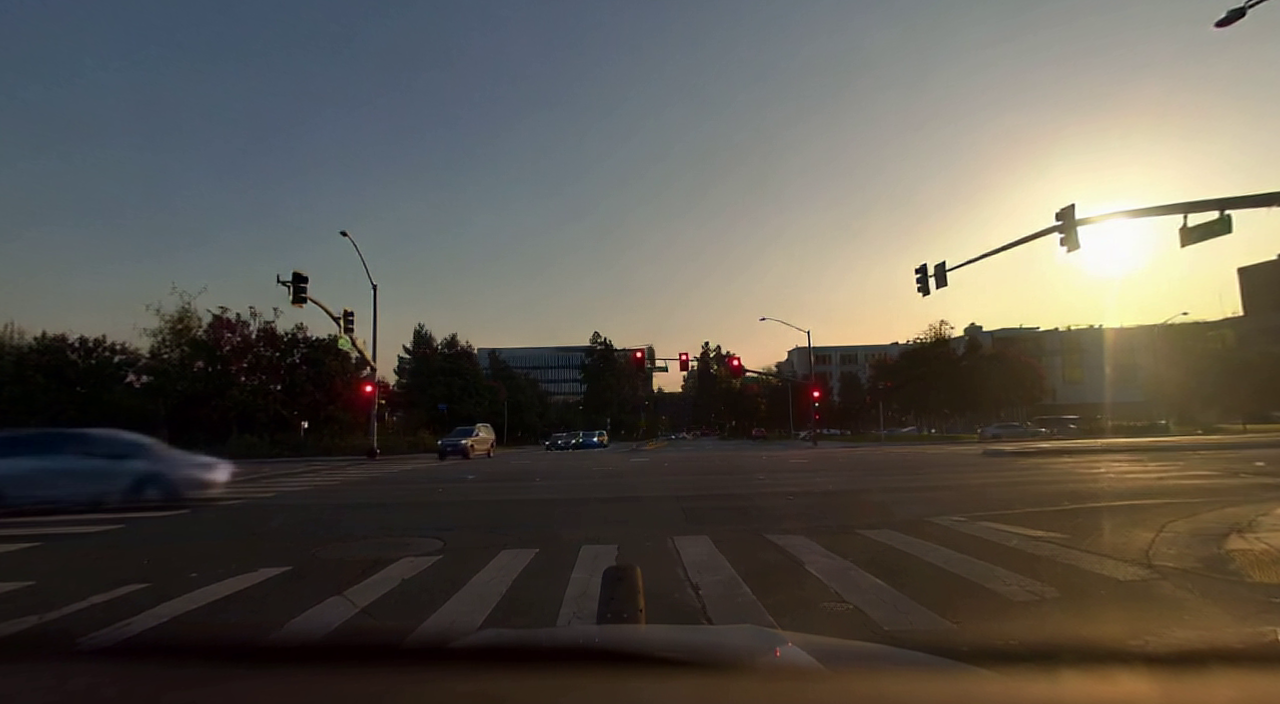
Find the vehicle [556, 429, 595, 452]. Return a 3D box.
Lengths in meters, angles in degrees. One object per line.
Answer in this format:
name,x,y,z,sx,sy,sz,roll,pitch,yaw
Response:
vehicle,-4.398,6.174,43.773,1.919,1.467,4.086,-1,-9,5

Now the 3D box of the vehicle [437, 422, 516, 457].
vehicle,-9.364,5.103,36.580,2.000,1.864,5.044,-3,-9,17

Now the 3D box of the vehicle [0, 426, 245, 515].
vehicle,-11.483,2.443,13.271,4.854,1.684,1.945,1,-9,-10

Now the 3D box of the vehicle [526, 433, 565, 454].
vehicle,-7.300,7.128,49.009,2.054,1.536,3.927,-1,-9,7
